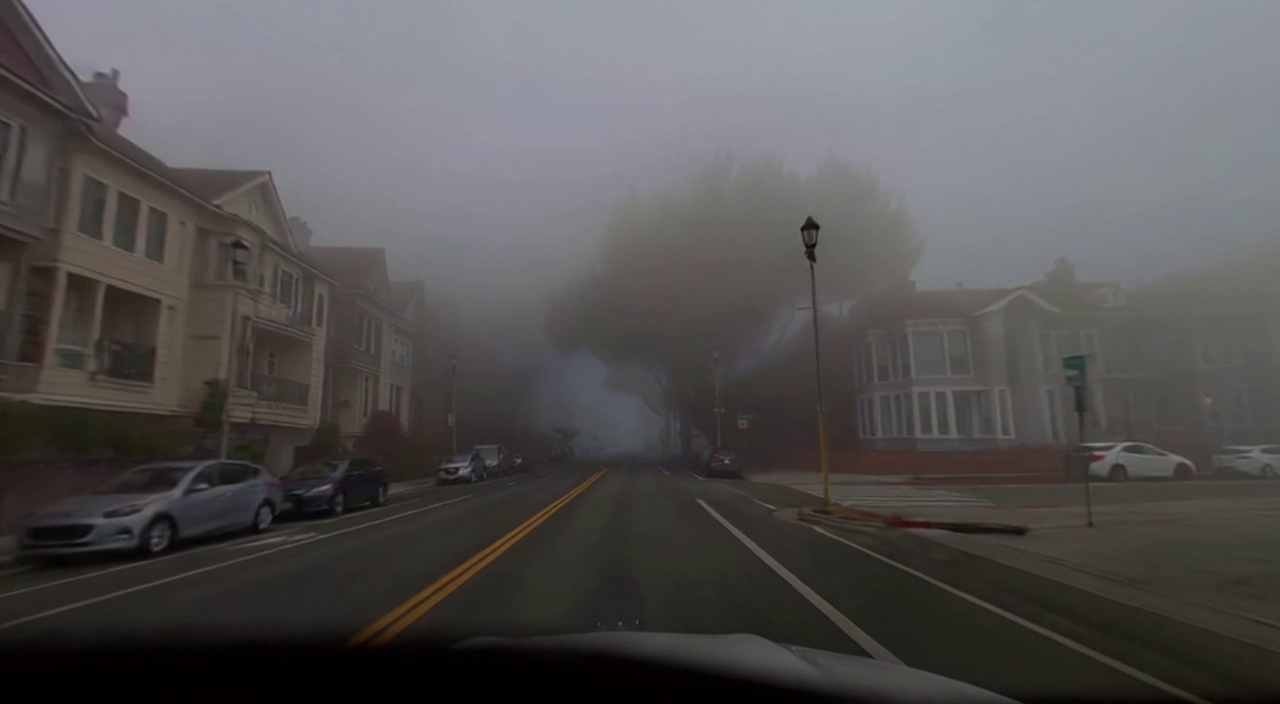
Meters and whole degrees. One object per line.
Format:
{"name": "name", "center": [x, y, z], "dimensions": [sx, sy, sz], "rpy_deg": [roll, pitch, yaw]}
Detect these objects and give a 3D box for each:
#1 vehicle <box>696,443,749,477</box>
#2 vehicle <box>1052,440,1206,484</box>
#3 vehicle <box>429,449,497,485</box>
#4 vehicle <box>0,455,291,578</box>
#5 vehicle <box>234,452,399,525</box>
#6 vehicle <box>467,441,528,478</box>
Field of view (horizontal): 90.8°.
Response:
{"name": "vehicle", "center": [4.330, 5.706, 33.713], "dimensions": [2.034, 1.674, 4.271], "rpy_deg": [1, -9, -3]}
{"name": "vehicle", "center": [20.141, 4.534, 26.193], "dimensions": [4.568, 1.727, 2.199], "rpy_deg": [0, -9, -2]}
{"name": "vehicle", "center": [-8.065, 5.271, 29.236], "dimensions": [1.967, 1.517, 4.360], "rpy_deg": [0, -9, -1]}
{"name": "vehicle", "center": [-8.036, 2.485, 10.419], "dimensions": [1.970, 1.480, 4.616], "rpy_deg": [-1, -9, -1]}
{"name": "vehicle", "center": [-7.938, 3.347, 16.097], "dimensions": [1.836, 1.474, 4.565], "rpy_deg": [-1, -8, -1]}
{"name": "vehicle", "center": [-7.815, 5.980, 35.203], "dimensions": [2.283, 1.853, 4.903], "rpy_deg": [-1, -9, -1]}
